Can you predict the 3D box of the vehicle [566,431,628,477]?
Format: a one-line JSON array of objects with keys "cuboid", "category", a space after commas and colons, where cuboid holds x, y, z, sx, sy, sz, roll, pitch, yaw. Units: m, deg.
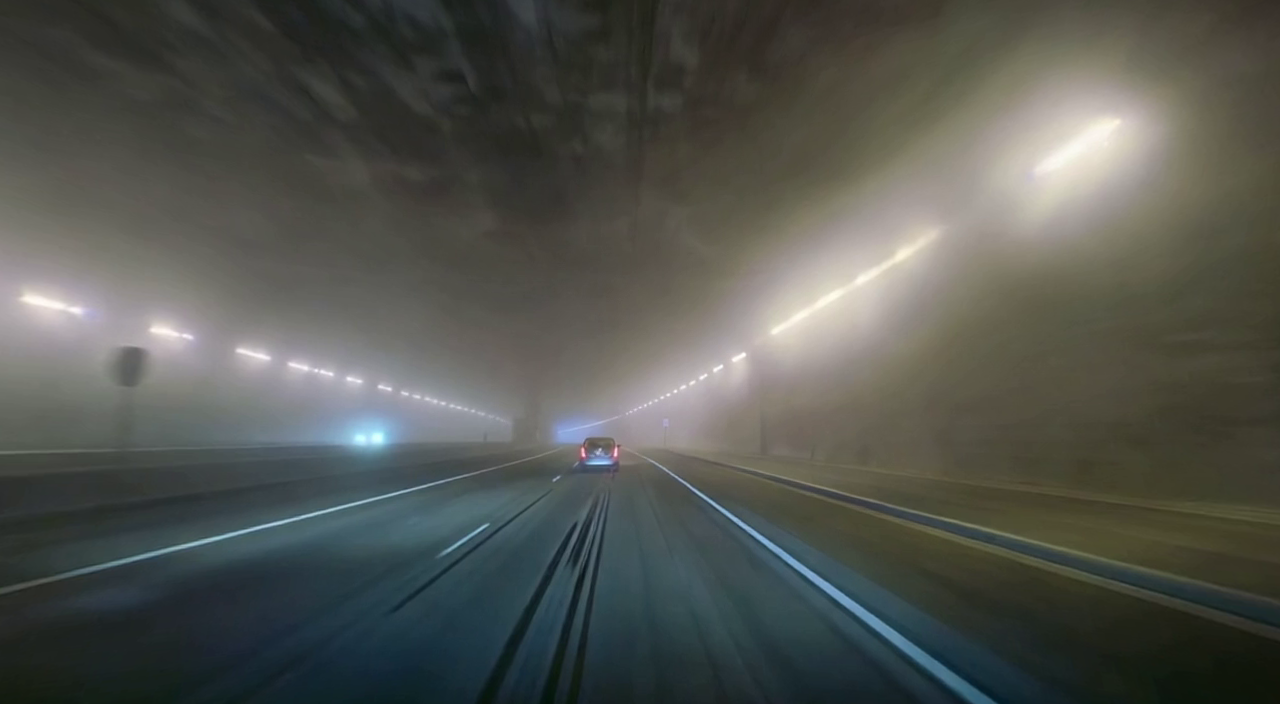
[{"cuboid": [-1.503, 3.743, 23.428, 2.095, 1.553, 4.069, 0, -8, -1], "category": "vehicle"}]
